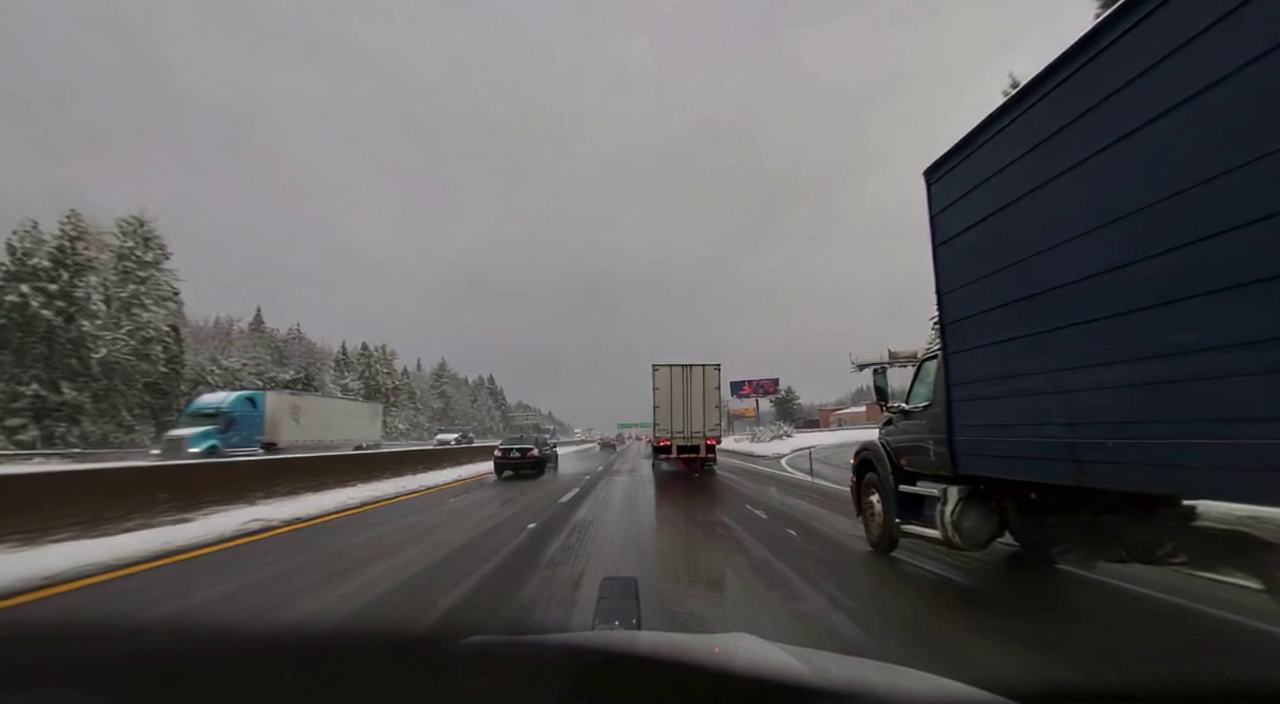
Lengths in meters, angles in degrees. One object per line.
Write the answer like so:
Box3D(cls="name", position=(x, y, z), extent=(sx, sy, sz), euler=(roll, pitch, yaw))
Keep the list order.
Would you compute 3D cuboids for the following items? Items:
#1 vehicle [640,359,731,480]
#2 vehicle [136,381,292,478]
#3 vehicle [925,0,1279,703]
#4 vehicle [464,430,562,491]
Box3D(cls="vehicle", position=(1.543, 2.885, 25.713), extent=(2.871, 3.815, 11.331), euler=(0, -8, 1))
Box3D(cls="vehicle", position=(-19.493, 3.629, 29.400), extent=(3.006, 4.031, 5.934), euler=(0, -8, -1))
Box3D(cls="vehicle", position=(4.534, -0.260, 1.246), extent=(3.070, 3.575, 9.842), euler=(0, -8, -2))
Box3D(cls="vehicle", position=(-3.370, 2.934, 17.455), extent=(1.930, 1.484, 3.849), euler=(0, -8, 0))
